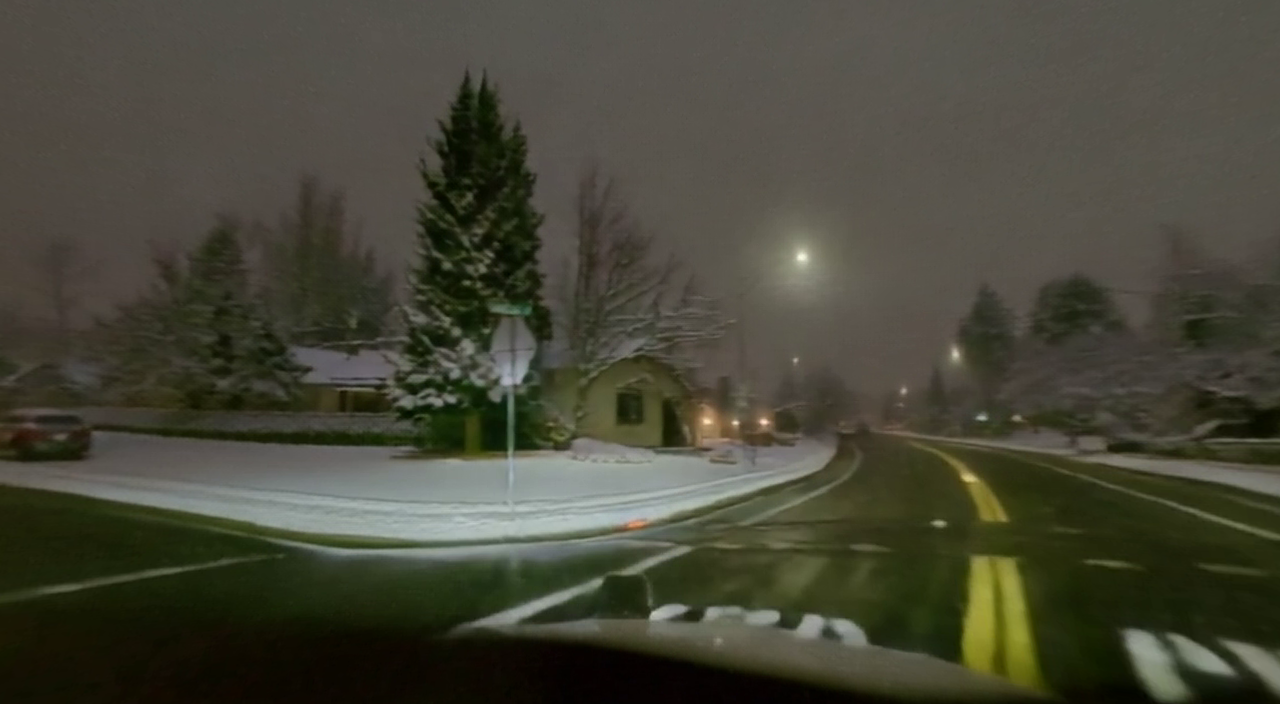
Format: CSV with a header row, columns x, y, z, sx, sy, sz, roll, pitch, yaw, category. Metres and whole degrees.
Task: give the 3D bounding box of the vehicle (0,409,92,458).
x,y,z,sx,sy,sz,roll,pitch,yaw,category
-20.400,2.771,21.200,4.629,1.477,1.860,-6,-11,36,vehicle
